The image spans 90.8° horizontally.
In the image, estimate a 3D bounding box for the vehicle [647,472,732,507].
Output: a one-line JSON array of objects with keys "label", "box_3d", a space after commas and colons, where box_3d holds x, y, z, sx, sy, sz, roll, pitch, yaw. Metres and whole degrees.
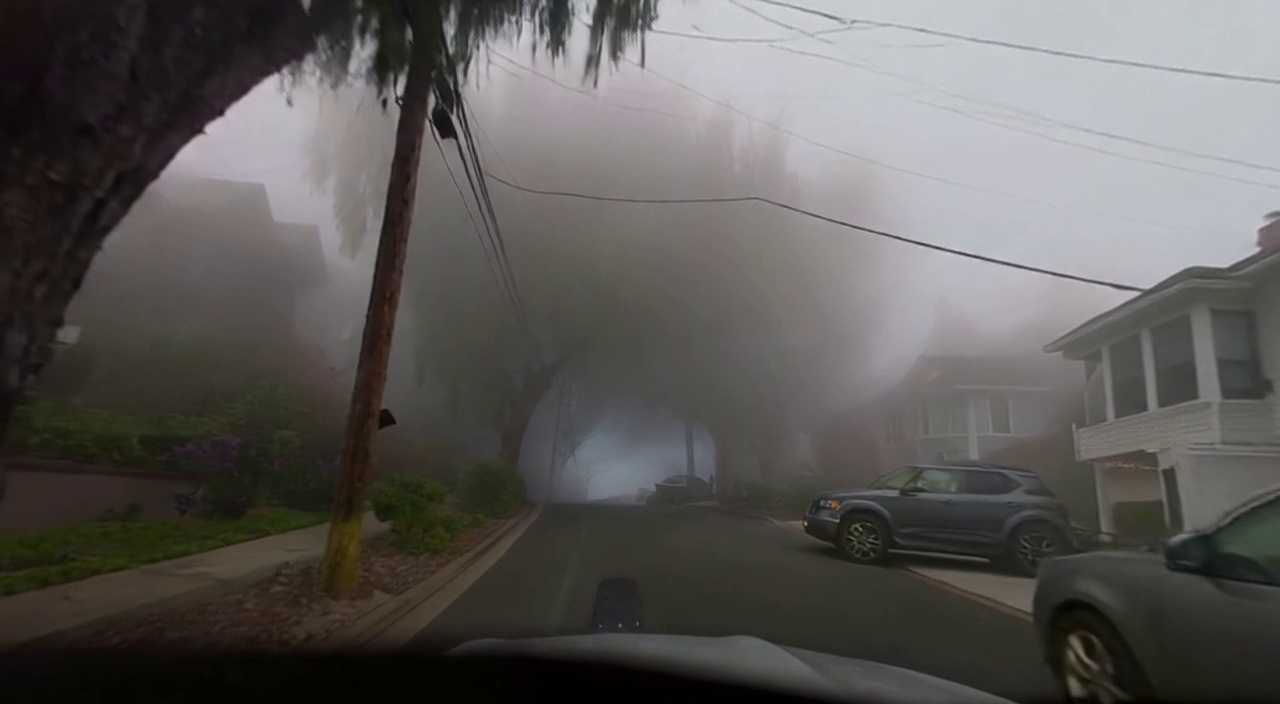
[{"label": "vehicle", "box_3d": [2.721, 7.663, 35.263, 4.413, 1.728, 1.869, 1, -9, -9]}]

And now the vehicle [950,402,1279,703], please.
[{"label": "vehicle", "box_3d": [3.256, 0.892, 1.710, 2.133, 1.566, 4.737, 0, -9, -5]}]
